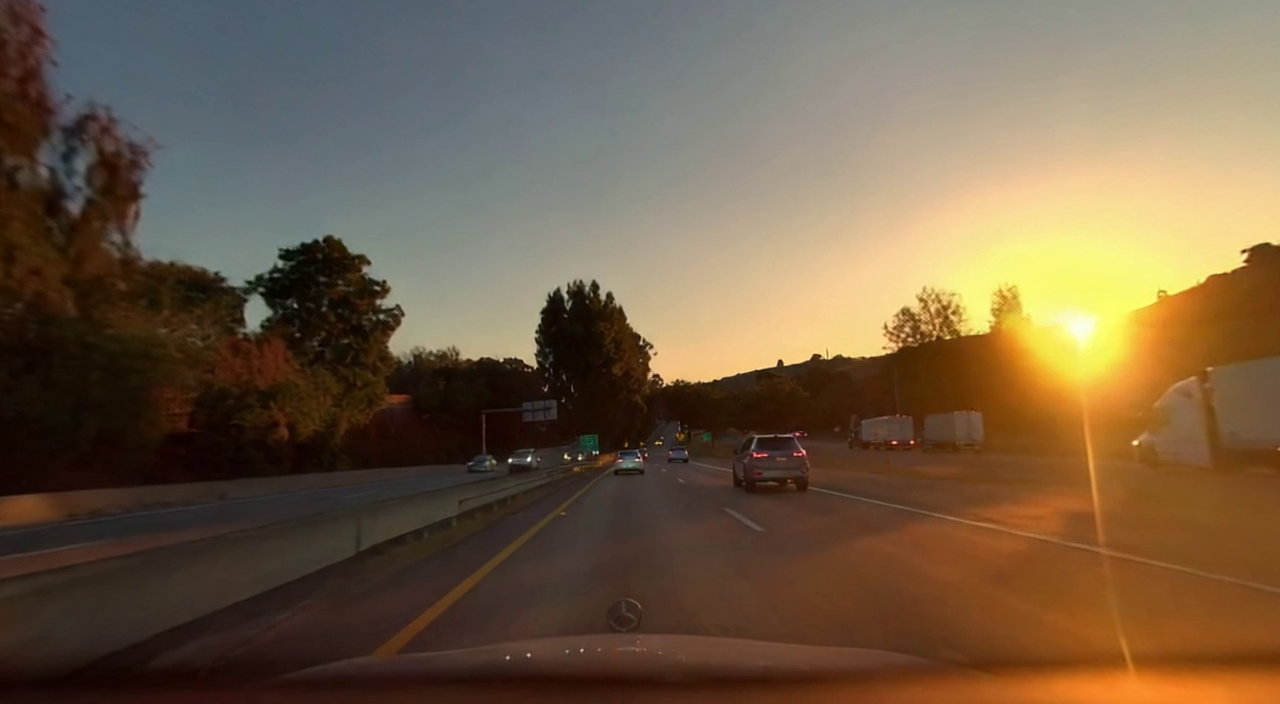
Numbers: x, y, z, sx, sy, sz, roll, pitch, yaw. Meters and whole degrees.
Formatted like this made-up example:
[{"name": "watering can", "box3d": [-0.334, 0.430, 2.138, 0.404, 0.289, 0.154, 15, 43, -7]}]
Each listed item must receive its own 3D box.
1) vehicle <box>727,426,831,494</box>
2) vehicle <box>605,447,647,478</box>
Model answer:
[{"name": "vehicle", "box3d": [4.383, 3.515, 20.643, 2.261, 1.952, 4.784, 0, -9, -1]}, {"name": "vehicle", "box3d": [-0.696, 5.589, 31.919, 2.029, 1.483, 3.769, 0, -9, -1]}]
